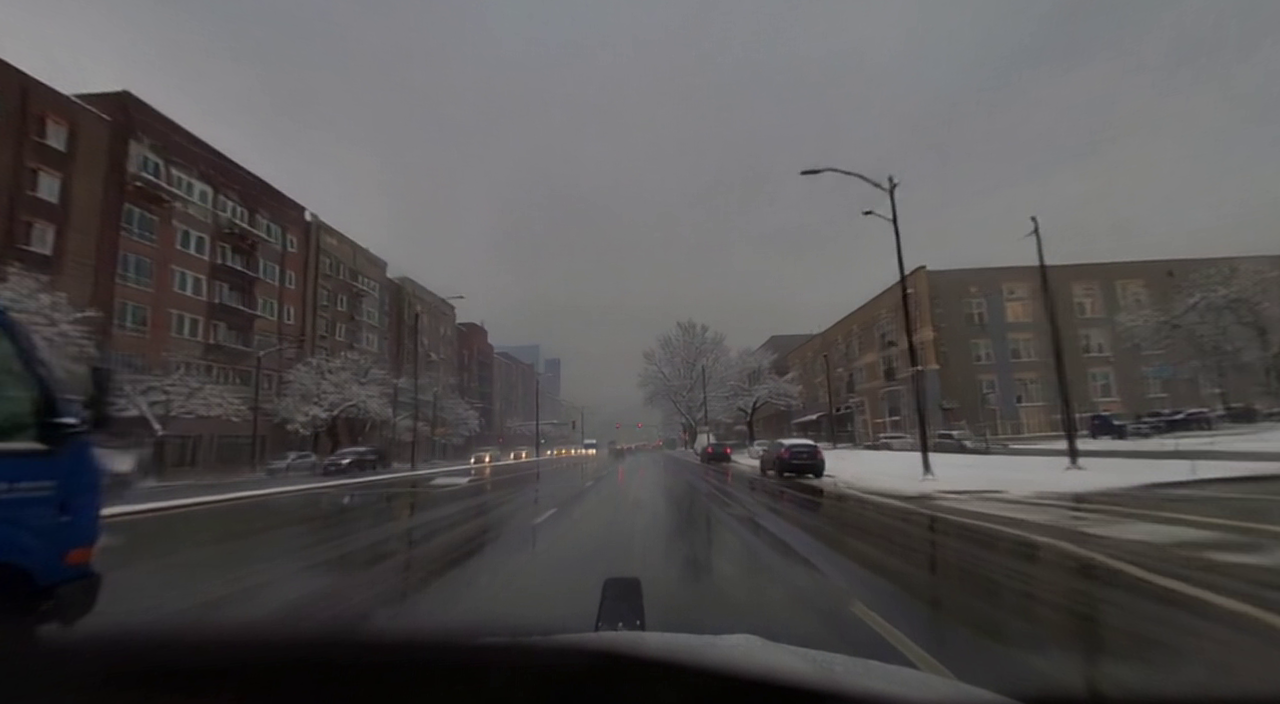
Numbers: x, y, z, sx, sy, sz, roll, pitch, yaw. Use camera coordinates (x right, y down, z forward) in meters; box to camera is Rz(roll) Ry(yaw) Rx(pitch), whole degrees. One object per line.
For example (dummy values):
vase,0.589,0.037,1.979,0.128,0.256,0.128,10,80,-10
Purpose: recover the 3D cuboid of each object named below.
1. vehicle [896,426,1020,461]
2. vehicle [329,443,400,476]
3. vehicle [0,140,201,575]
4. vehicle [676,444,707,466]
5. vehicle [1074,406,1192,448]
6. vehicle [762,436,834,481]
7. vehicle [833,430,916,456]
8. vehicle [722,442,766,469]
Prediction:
vehicle,15.233,4.410,30.495,4.830,1.605,1.982,-1,-9,4
vehicle,-15.161,5.905,35.084,2.014,1.700,4.308,0,-8,0
vehicle,-5.737,-0.225,2.449,2.763,2.974,7.562,0,-8,-2
vehicle,3.741,7.505,46.354,1.878,1.534,4.120,0,-8,0
vehicle,30.715,4.748,39.539,5.204,2.465,2.316,-1,-8,5
vehicle,6.635,4.517,27.101,2.175,1.770,4.373,-1,-8,3
vehicle,15.048,5.856,40.707,4.527,1.637,1.887,0,-8,-1
vehicle,6.881,6.861,42.169,2.063,1.631,4.507,0,-8,-1
